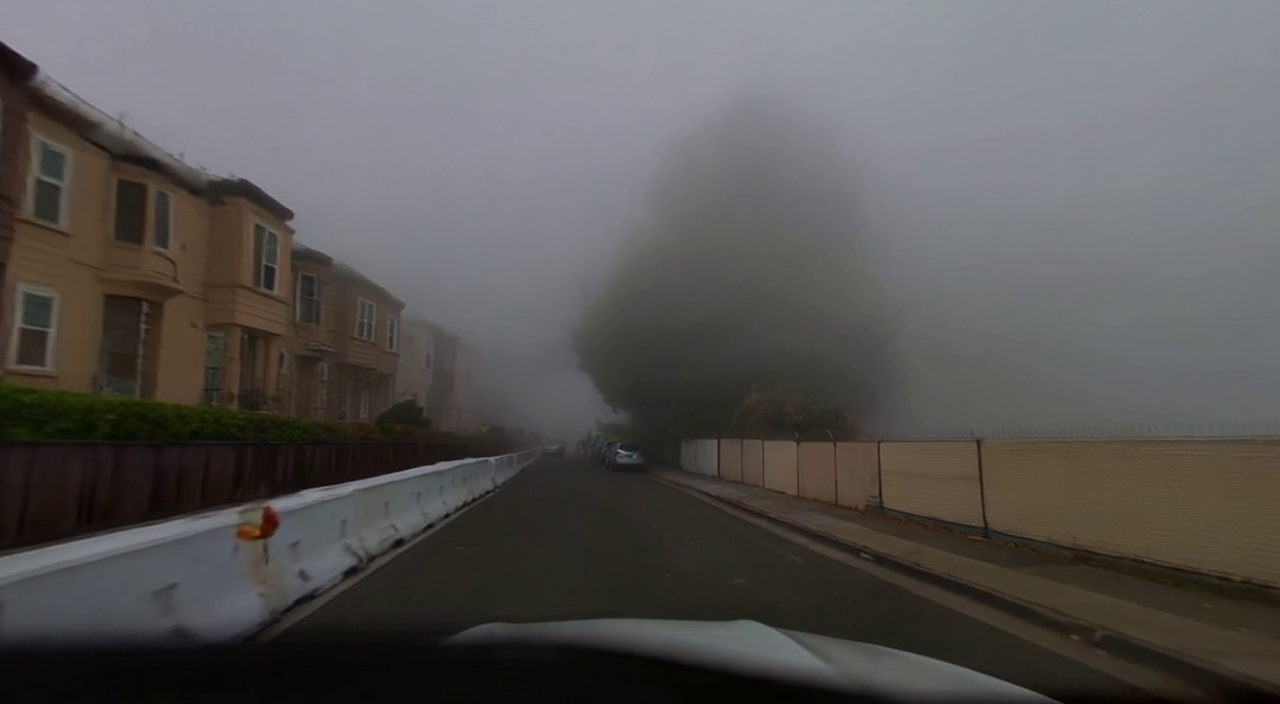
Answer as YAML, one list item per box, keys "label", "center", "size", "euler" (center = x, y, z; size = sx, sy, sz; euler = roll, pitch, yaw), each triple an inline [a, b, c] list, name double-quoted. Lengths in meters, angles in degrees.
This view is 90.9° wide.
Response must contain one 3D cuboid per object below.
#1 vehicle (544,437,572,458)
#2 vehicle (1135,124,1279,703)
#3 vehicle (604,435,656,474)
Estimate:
- label: "vehicle"
  center: [-6.197, 7.221, 47.764]
  size: [1.834, 1.543, 3.497]
  euler: [0, -8, -4]
- label: "vehicle"
  center: [3.164, 0.370, 1.320]
  size: [1.758, 2.572, 2.706]
  euler: [7, -13, -8]
- label: "vehicle"
  center: [-0.592, 5.045, 31.395]
  size: [2.066, 1.739, 4.234]
  euler: [1, -8, -8]
